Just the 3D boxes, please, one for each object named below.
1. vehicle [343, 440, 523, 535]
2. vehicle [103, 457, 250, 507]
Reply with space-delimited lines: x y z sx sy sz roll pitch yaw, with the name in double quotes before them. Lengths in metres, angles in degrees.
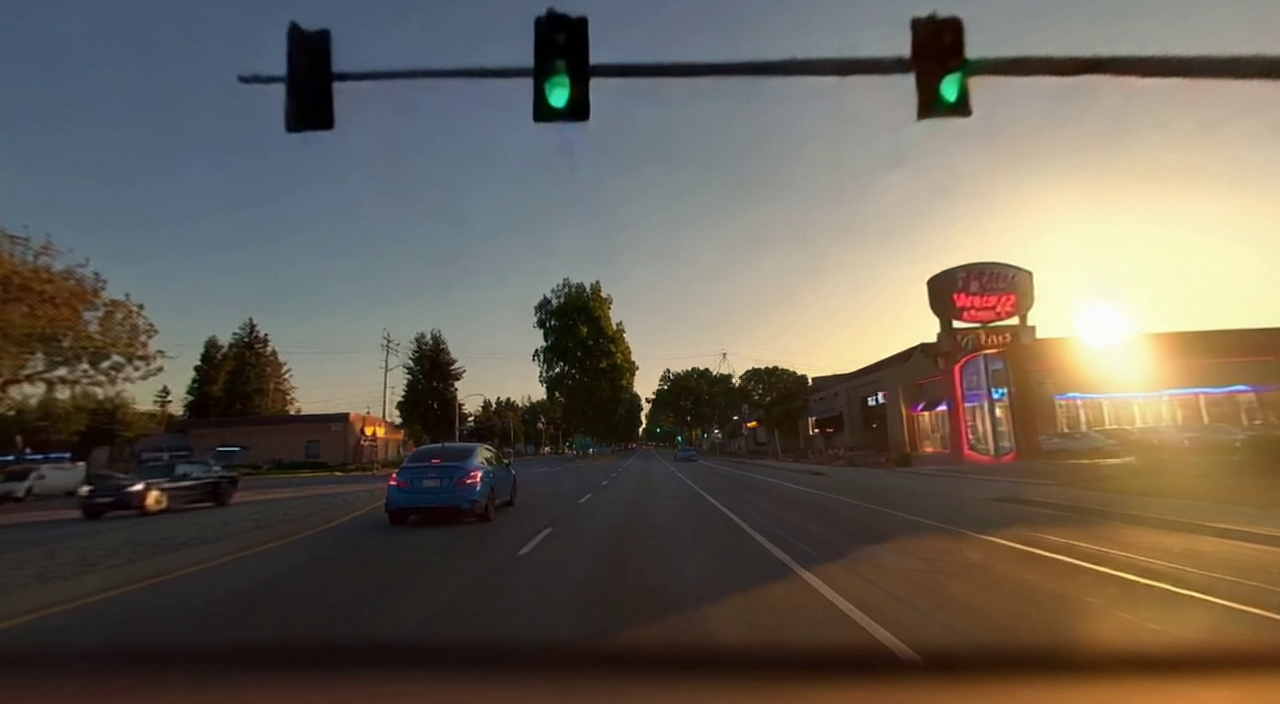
"vehicle" -3.711 2.476 12.325 2.082 1.460 4.636 0 -8 -2
"vehicle" -17.917 5.014 24.757 2.116 1.524 4.800 -3 -8 1
